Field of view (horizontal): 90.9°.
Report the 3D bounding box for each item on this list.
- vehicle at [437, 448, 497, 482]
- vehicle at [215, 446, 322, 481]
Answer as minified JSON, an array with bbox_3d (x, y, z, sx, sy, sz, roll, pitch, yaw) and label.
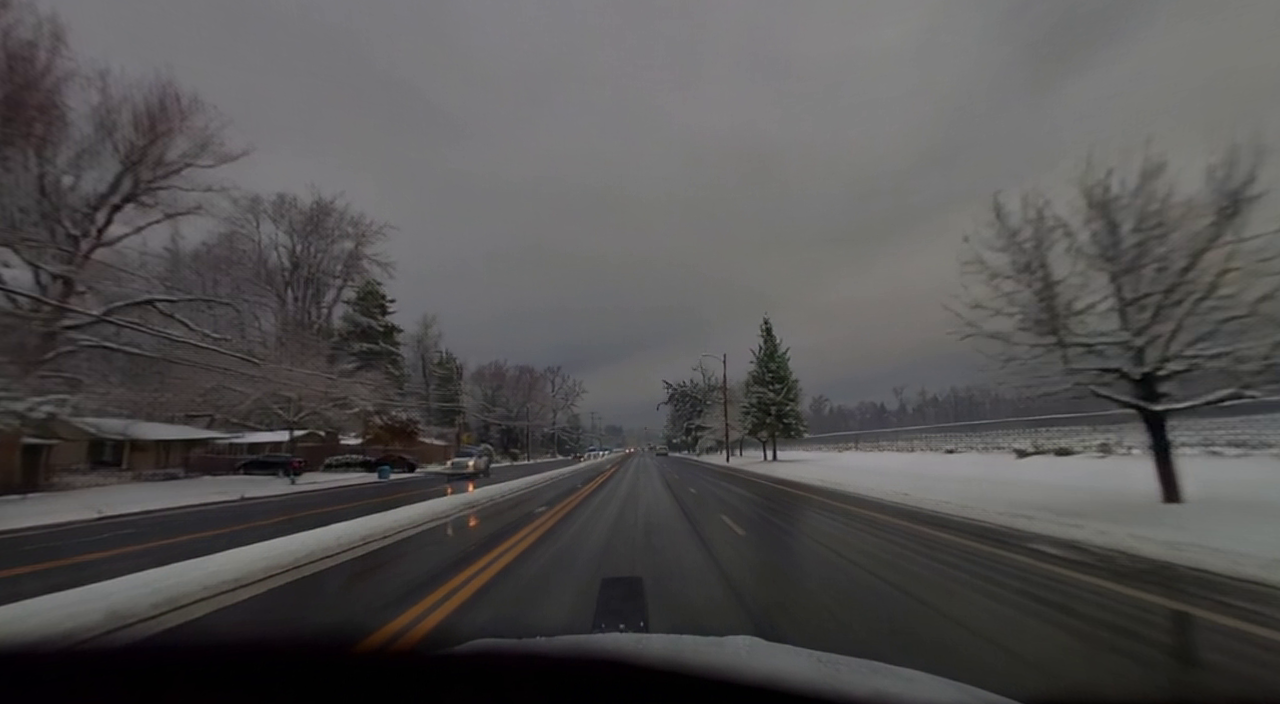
[{"bbox_3d":[-9.462,6.206,34.886,2.009,1.709,4.664,-1,-9,0],"label":"vehicle"},{"bbox_3d":[-24.185,7.231,41.165,5.636,1.965,2.262,-2,-7,1],"label":"vehicle"}]
